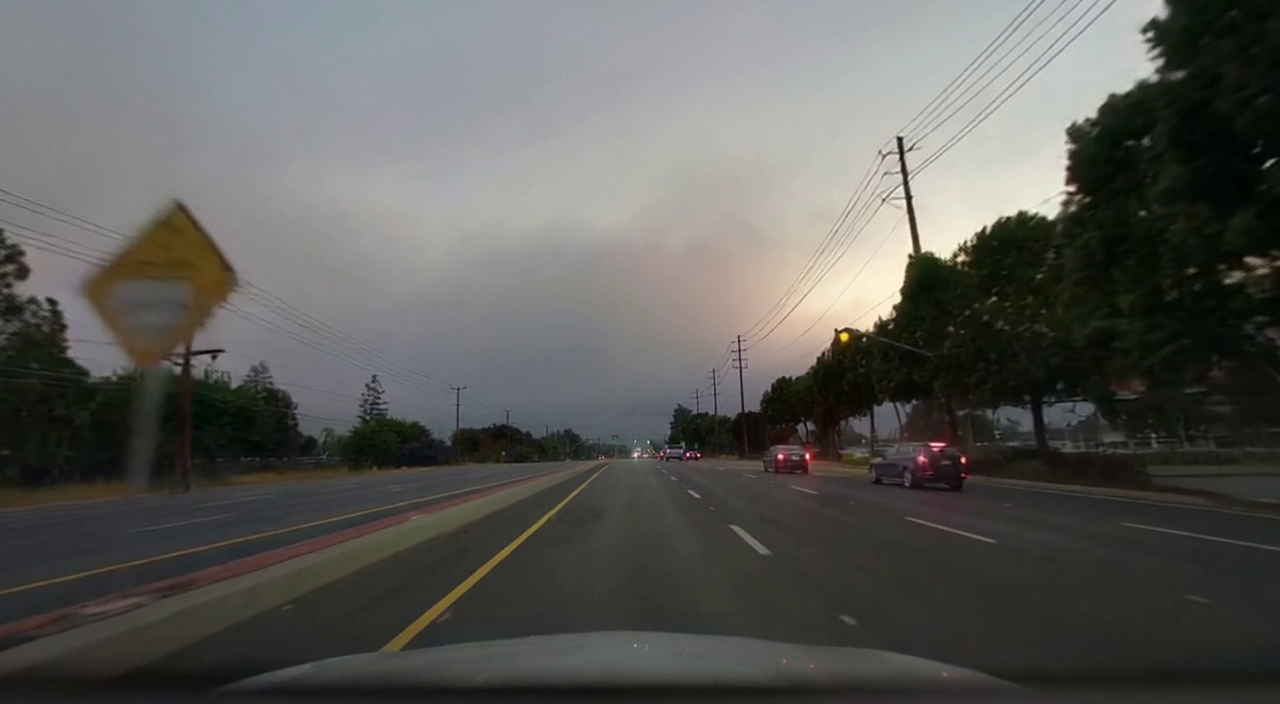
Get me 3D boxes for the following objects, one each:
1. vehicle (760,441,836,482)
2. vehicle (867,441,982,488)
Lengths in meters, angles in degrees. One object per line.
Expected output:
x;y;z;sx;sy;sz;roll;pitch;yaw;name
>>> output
6.257;4.374;25.520;1.882;1.476;4.344;0;-8;-1;vehicle
9.880;3.912;22.382;1.874;1.482;4.545;0;-8;-1;vehicle
